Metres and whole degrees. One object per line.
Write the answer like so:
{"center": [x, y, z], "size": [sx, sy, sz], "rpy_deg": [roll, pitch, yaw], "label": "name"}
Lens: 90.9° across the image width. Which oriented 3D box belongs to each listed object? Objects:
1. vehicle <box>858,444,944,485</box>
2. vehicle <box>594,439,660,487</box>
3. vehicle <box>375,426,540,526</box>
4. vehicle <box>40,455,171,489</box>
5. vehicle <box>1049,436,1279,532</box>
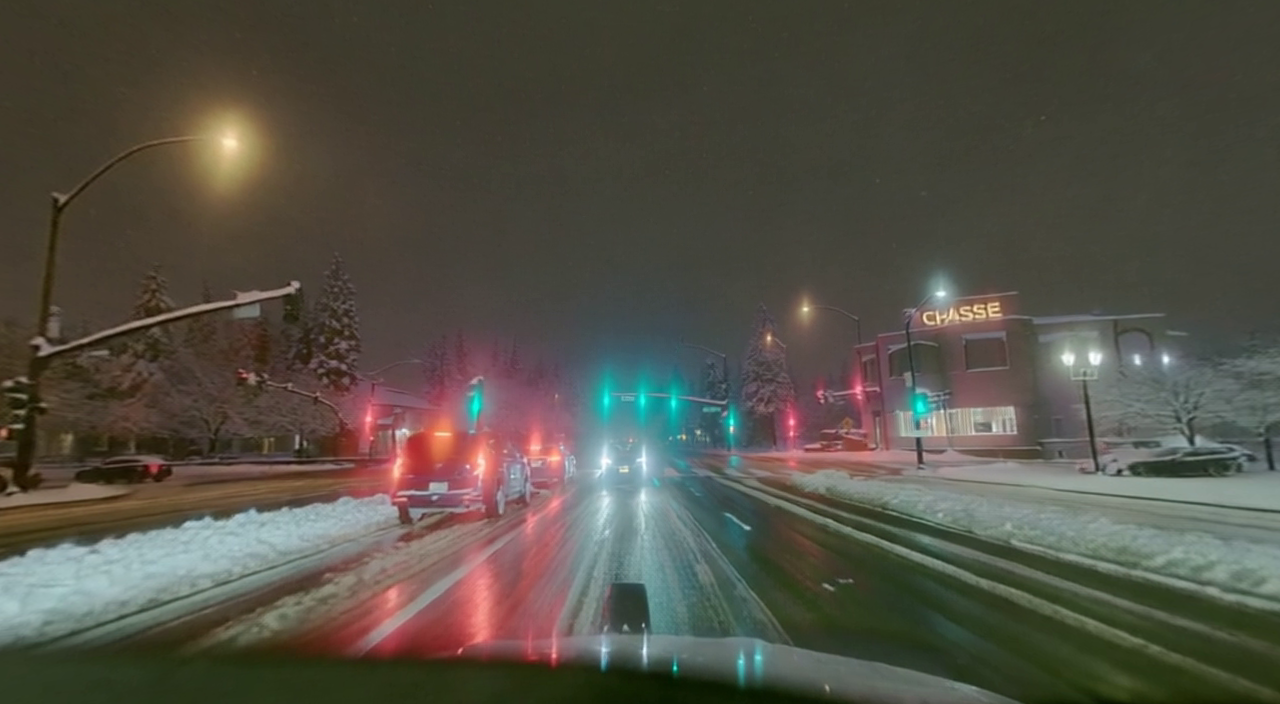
{"center": [10.970, 4.720, 26.798], "size": [1.935, 1.435, 4.141], "rpy_deg": [3, -8, 1], "label": "vehicle"}
{"center": [-0.457, 3.801, 21.918], "size": [2.059, 1.477, 3.988], "rpy_deg": [0, -8, -1], "label": "vehicle"}
{"center": [-3.497, 2.465, 13.133], "size": [2.057, 1.678, 4.639], "rpy_deg": [0, -8, 0], "label": "vehicle"}
{"center": [-26.724, 5.981, 31.744], "size": [4.687, 1.482, 1.914], "rpy_deg": [5, -10, -30], "label": "vehicle"}
{"center": [10.251, 2.376, 12.030], "size": [1.936, 1.474, 4.331], "rpy_deg": [0, -8, 0], "label": "vehicle"}
